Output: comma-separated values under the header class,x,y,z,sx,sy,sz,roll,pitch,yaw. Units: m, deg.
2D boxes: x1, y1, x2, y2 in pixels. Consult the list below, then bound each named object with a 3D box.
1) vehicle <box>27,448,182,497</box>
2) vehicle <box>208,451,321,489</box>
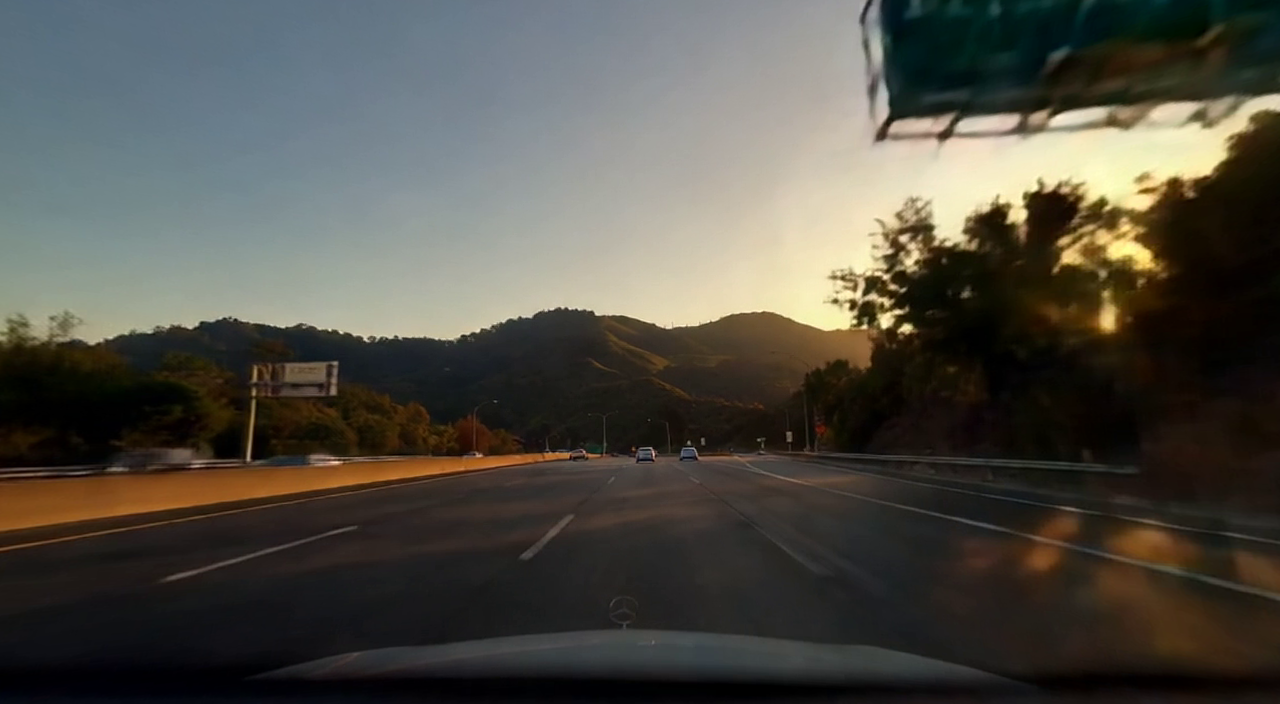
class,x,y,z,sx,sy,sz,roll,pitch,yaw
vehicle,-20.550,4.599,24.515,2.034,1.668,4.457,0,-8,1
vehicle,-17.019,5.348,28.949,2.182,1.522,4.761,0,-8,1
